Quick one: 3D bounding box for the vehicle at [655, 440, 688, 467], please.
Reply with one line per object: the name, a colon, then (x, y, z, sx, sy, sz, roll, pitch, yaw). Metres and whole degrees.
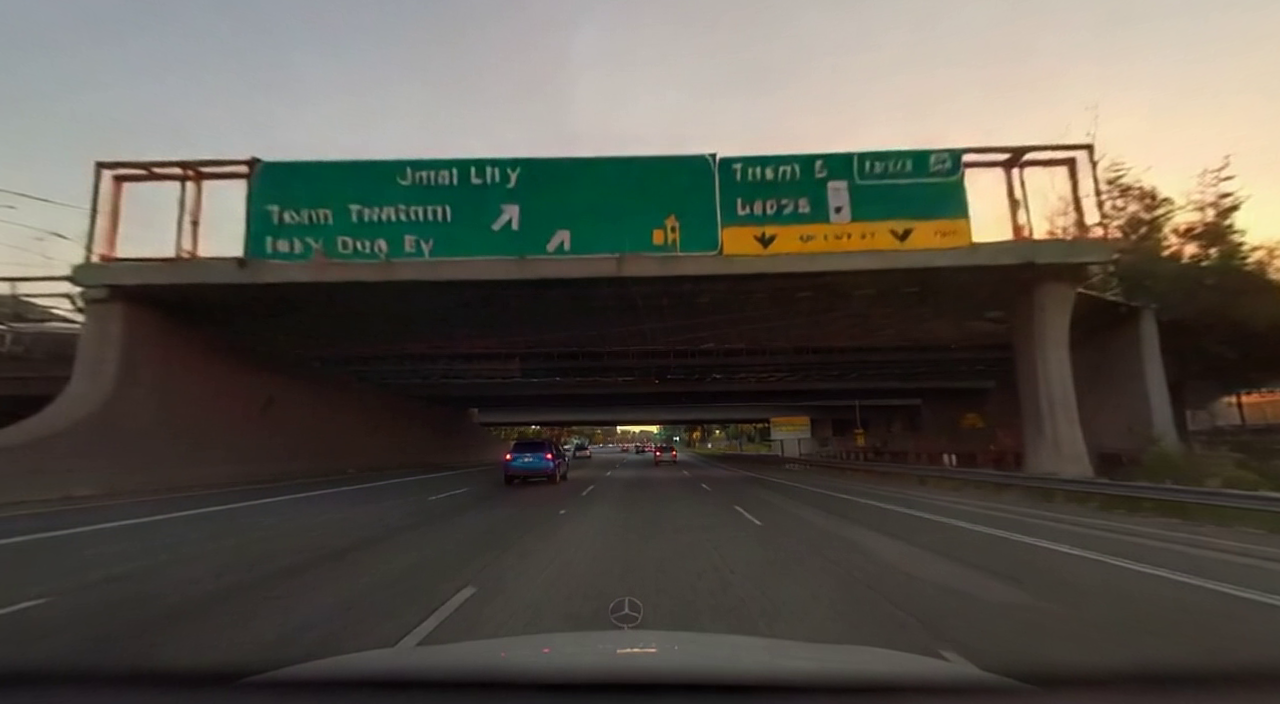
vehicle: (1.991, 6.532, 40.714, 2.023, 1.589, 4.030, -1, -8, 1)

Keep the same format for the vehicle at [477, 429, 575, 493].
vehicle: (-3.441, 3.405, 19.988, 2.214, 1.759, 4.435, -1, -8, 1)
